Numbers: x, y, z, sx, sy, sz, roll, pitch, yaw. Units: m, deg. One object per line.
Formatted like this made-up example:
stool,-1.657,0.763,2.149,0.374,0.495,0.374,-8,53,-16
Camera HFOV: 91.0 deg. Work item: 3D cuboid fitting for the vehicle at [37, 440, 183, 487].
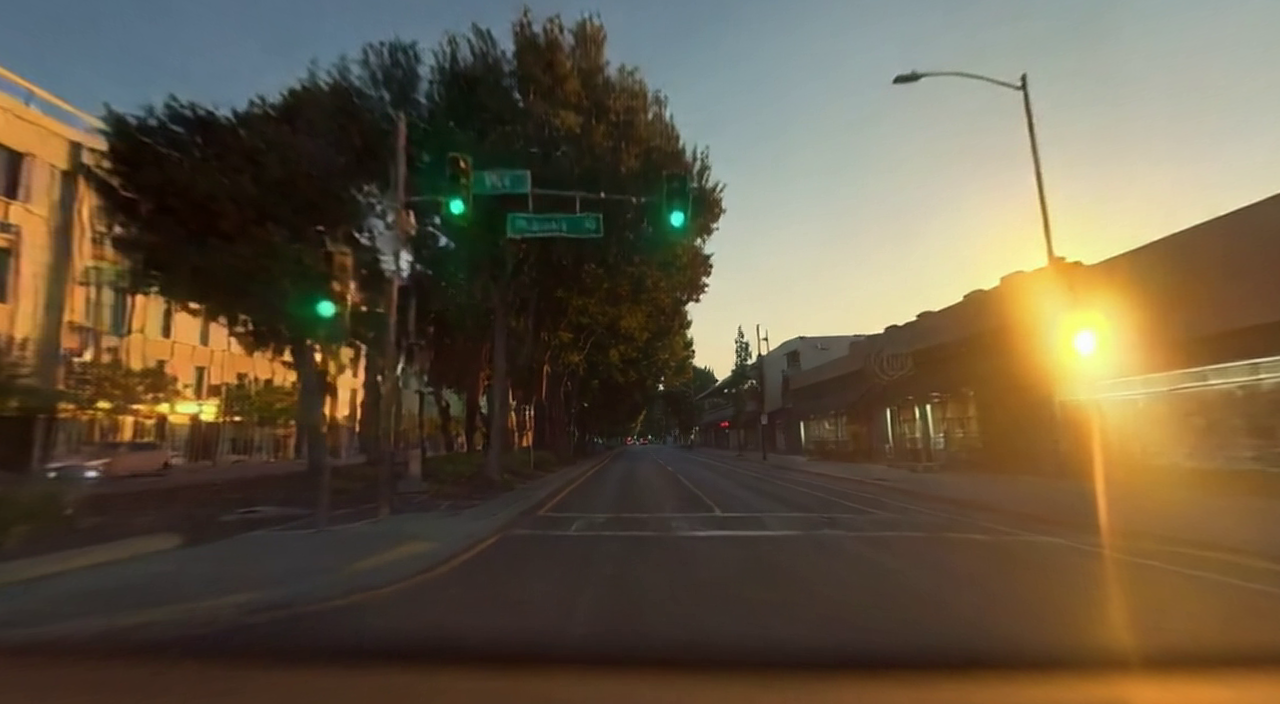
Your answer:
vehicle,-21.506,4.517,25.864,2.016,1.705,4.547,-1,-9,0
